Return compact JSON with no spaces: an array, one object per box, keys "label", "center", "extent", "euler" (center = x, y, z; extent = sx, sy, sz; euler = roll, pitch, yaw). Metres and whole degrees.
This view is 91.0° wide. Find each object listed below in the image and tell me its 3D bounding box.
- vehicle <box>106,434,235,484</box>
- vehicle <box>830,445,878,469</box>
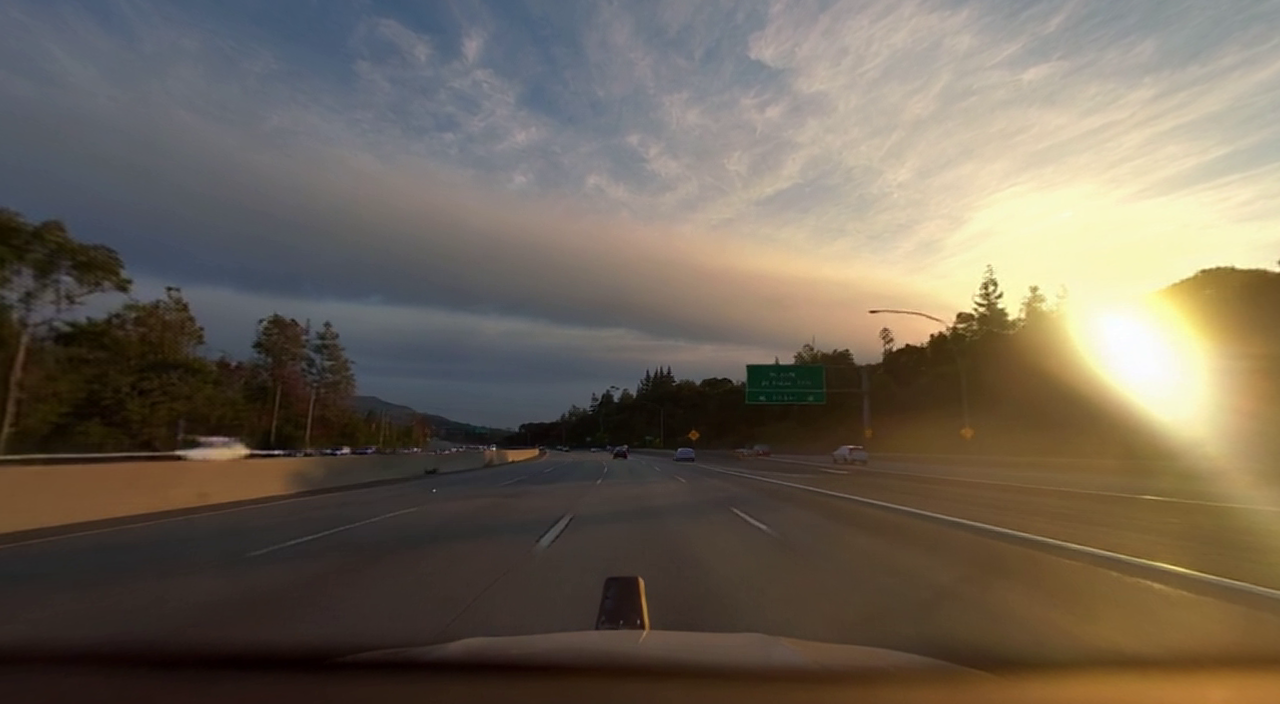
[{"label":"vehicle","center":[-20.328,4.637,27.609],"extent":[2.029,1.975,4.759],"euler":[0,-9,-1]},{"label":"vehicle","center":[15.478,7.604,45.777],"extent":[1.955,1.607,4.232],"euler":[0,-9,-2]}]
